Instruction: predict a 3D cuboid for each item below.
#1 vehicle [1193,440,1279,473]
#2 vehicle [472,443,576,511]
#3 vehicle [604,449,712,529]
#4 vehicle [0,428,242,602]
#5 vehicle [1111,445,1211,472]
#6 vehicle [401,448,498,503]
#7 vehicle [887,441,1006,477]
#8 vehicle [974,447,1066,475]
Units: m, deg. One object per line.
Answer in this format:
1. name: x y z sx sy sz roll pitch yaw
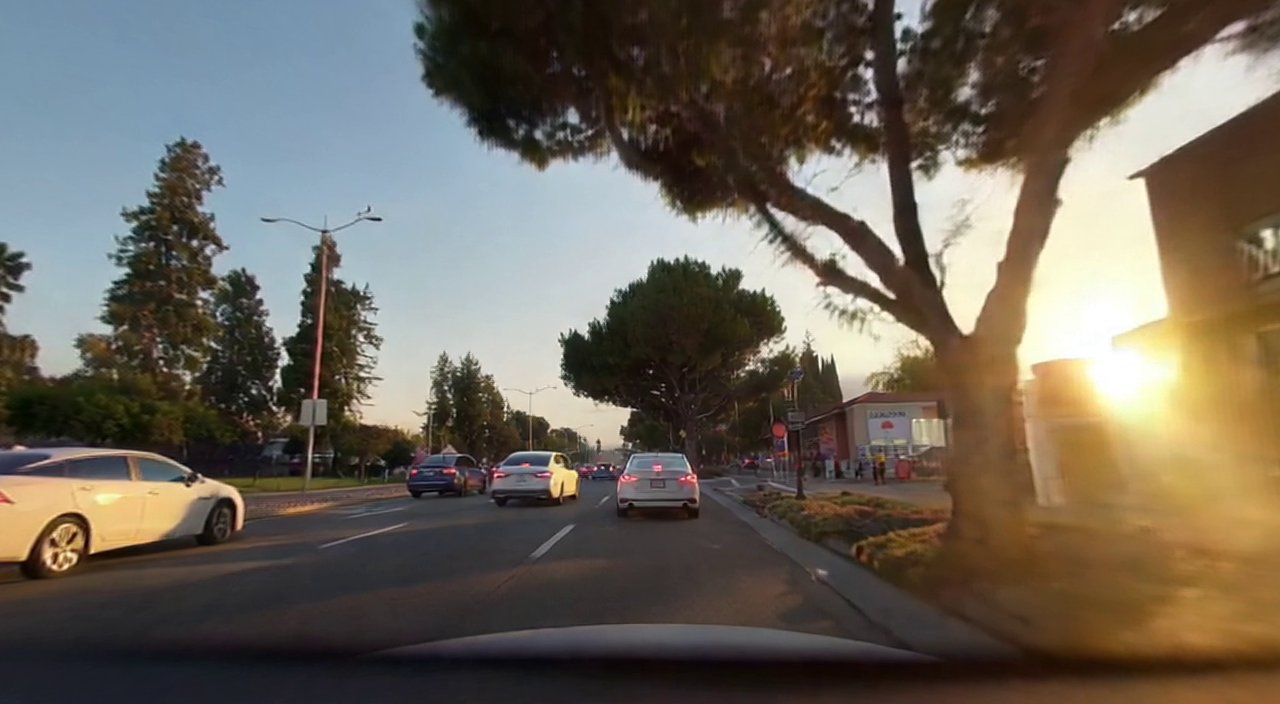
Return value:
1. vehicle: 35.010 6.124 36.702 3.950 1.521 1.741 -15 -17 39
2. vehicle: -3.202 3.543 18.468 2.055 1.725 4.732 0 -9 1
3. vehicle: 0.390 2.970 14.254 2.091 1.494 3.962 0 -9 1
4. vehicle: -7.126 1.780 7.449 1.968 1.657 4.230 0 -9 1
5. vehicle: 30.546 6.205 36.988 1.757 1.496 4.200 7 -11 -42
6. vehicle: -6.787 4.421 22.975 2.032 1.767 4.549 0 -9 1
7. vehicle: 18.198 6.311 37.571 5.852 1.962 2.323 -8 -11 41
8. vehicle: 22.463 6.469 37.298 4.220 1.550 1.935 -9 -13 43
